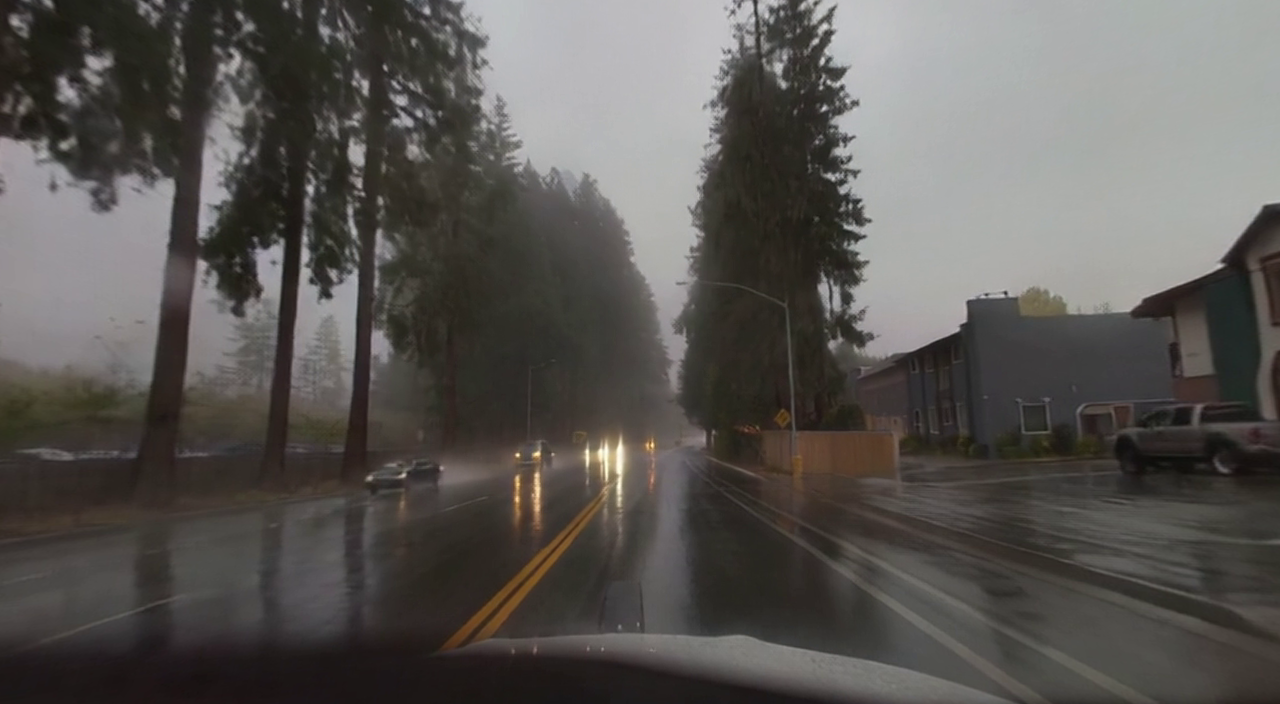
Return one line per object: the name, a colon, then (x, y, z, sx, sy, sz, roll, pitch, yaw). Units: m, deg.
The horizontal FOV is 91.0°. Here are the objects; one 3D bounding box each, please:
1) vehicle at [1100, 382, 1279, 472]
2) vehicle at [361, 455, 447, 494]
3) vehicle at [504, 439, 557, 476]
vehicle: (14.133, 1.823, 15.276, 1.968, 1.835, 5.277, -1, -7, 1)
vehicle: (-9.953, 5.169, 26.921, 1.865, 1.441, 4.422, 0, -8, 1)
vehicle: (-6.045, 5.870, 35.264, 2.063, 1.859, 4.812, 0, -8, 1)
